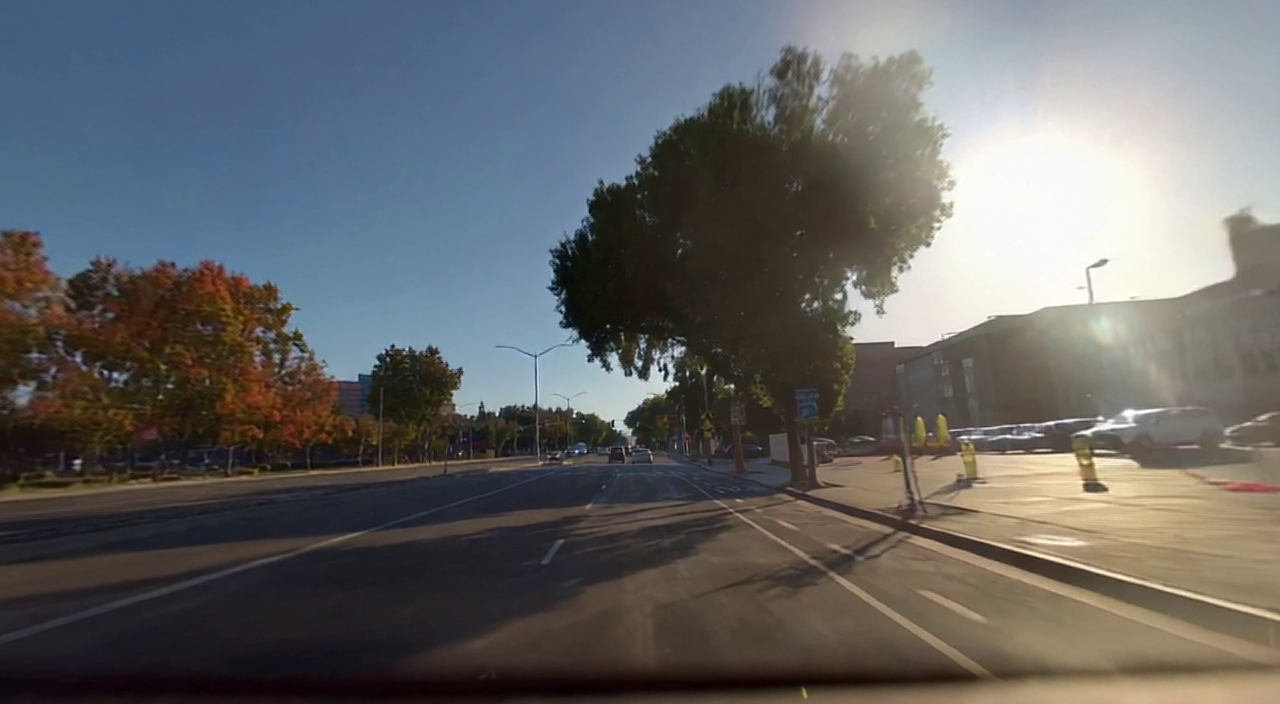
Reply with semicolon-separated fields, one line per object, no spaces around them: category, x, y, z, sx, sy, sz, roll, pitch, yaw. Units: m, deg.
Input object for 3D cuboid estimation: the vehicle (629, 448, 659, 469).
vehicle;0.263;7.798;46.329;2.115;1.461;3.976;0;-9;-1
